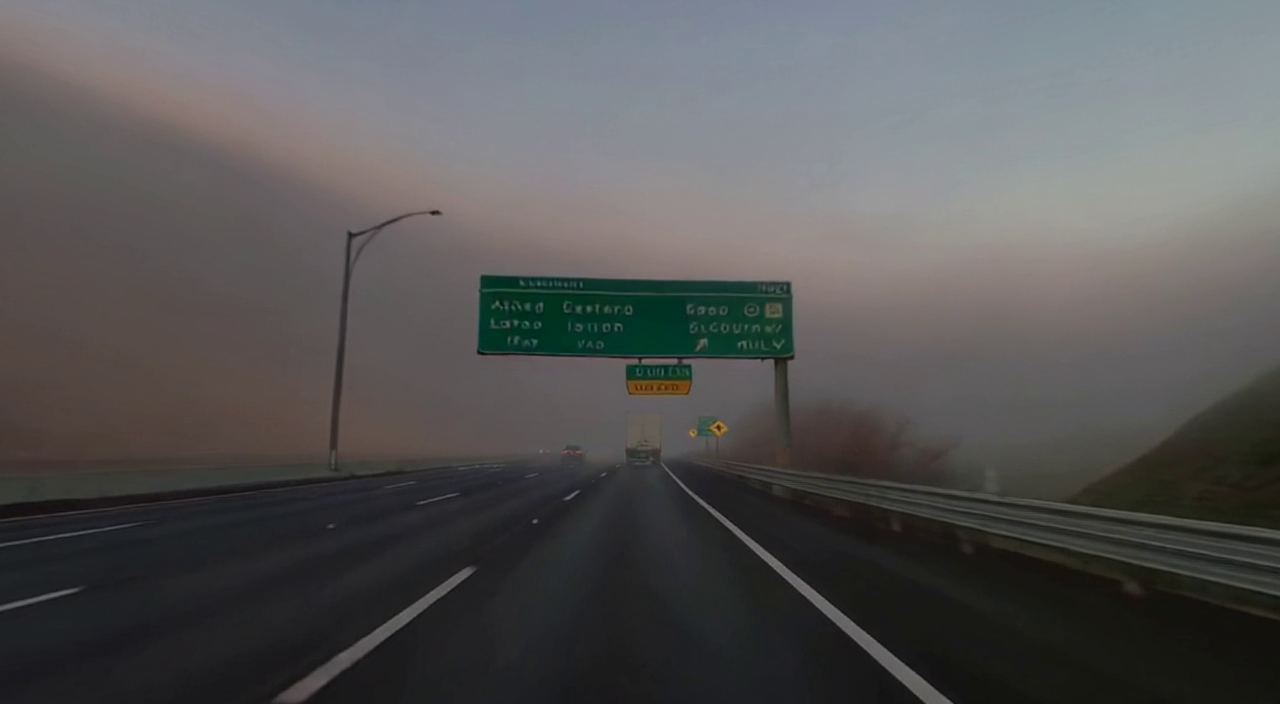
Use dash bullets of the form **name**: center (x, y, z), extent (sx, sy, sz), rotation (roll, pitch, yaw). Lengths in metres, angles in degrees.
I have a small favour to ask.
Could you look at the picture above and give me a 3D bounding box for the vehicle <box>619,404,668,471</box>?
- **vehicle**: center (0.324, 6.195, 45.183), extent (3.039, 4.131, 11.822), rotation (-1, -9, 1)
